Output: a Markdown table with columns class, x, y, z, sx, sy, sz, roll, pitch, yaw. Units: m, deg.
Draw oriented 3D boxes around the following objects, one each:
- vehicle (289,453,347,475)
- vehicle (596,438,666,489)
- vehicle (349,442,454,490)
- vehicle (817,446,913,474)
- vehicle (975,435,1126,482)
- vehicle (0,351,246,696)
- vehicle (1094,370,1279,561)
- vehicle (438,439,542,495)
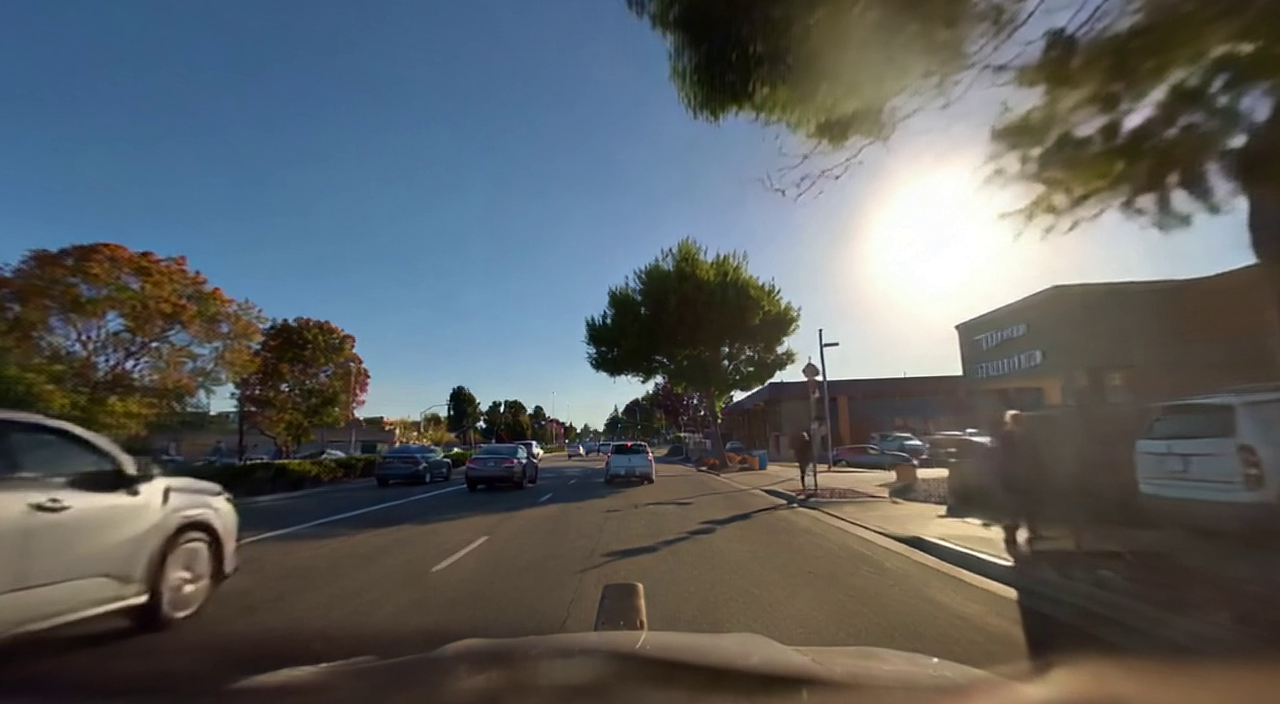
| class | x | y | z | sx | sy | sz | roll | pitch | yaw |
| --- | --- | --- | --- | --- | --- | --- | --- | --- | --- |
| vehicle | -24.424 | 8.495 | 48.149 | 1.960 | 1.478 | 4.732 | 0 | -8 | -1 |
| vehicle | -0.335 | 3.554 | 20.498 | 2.061 | 1.469 | 3.954 | 0 | -8 | -2 |
| vehicle | -8.024 | 3.842 | 21.737 | 2.009 | 1.470 | 4.179 | 0 | -8 | 0 |
| vehicle | 13.313 | 6.386 | 37.584 | 4.877 | 1.603 | 2.197 | 0 | -8 | 1 |
| vehicle | 14.561 | 3.759 | 22.448 | 4.619 | 1.523 | 1.873 | 3 | -9 | -18 |
| vehicle | -4.431 | 0.871 | 3.122 | 2.096 | 1.807 | 4.413 | 0 | -8 | 0 |
| vehicle | 9.100 | 1.167 | 7.540 | 5.518 | 1.898 | 2.188 | -3 | -9 | -1 |
| vehicle | -4.356 | 3.392 | 19.202 | 1.973 | 1.456 | 4.850 | 0 | -8 | 0 |
